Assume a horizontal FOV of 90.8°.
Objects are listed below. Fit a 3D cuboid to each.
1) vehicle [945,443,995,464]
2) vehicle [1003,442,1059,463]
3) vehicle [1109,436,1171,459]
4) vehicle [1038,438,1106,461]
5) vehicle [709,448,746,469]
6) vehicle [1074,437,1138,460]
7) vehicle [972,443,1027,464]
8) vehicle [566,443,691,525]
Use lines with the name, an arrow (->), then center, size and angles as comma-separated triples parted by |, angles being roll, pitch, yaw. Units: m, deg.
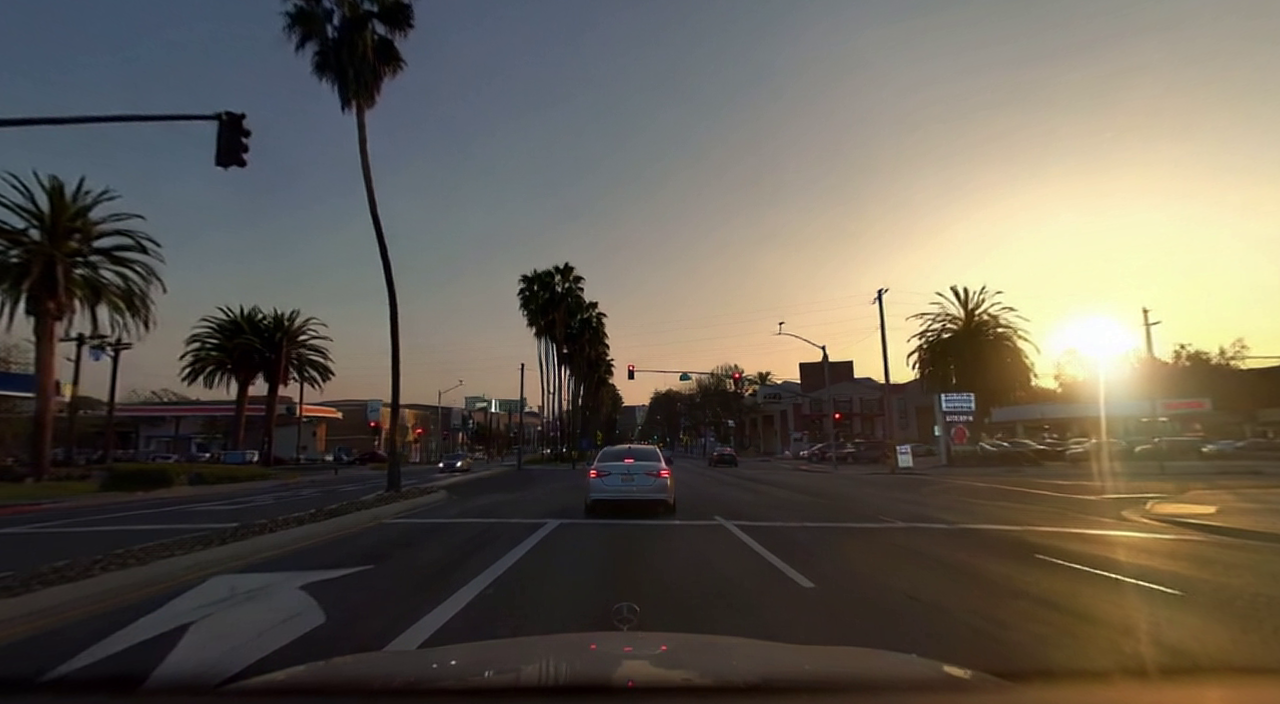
vehicle -> 24.464, 7.527, 46.994 | 1.738, 1.462, 3.609 | 0, -8, -1
vehicle -> 29.003, 7.465, 46.979 | 1.848, 1.467, 3.941 | -1, -8, 3
vehicle -> 37.028, 7.074, 46.891 | 1.689, 1.575, 3.483 | 0, -8, -1
vehicle -> 31.931, 7.236, 46.839 | 1.903, 1.630, 4.320 | 0, -8, -1
vehicle -> 6.585, 8.062, 47.950 | 2.017, 1.491, 4.420 | 0, -8, -2
vehicle -> 34.570, 7.165, 46.989 | 1.824, 1.643, 3.789 | 0, -8, -1
vehicle -> 26.540, 7.472, 46.756 | 1.923, 1.501, 3.849 | -1, -8, 3
vehicle -> -0.195, 2.757, 13.886 | 2.270, 1.475, 4.571 | 0, -8, 0
